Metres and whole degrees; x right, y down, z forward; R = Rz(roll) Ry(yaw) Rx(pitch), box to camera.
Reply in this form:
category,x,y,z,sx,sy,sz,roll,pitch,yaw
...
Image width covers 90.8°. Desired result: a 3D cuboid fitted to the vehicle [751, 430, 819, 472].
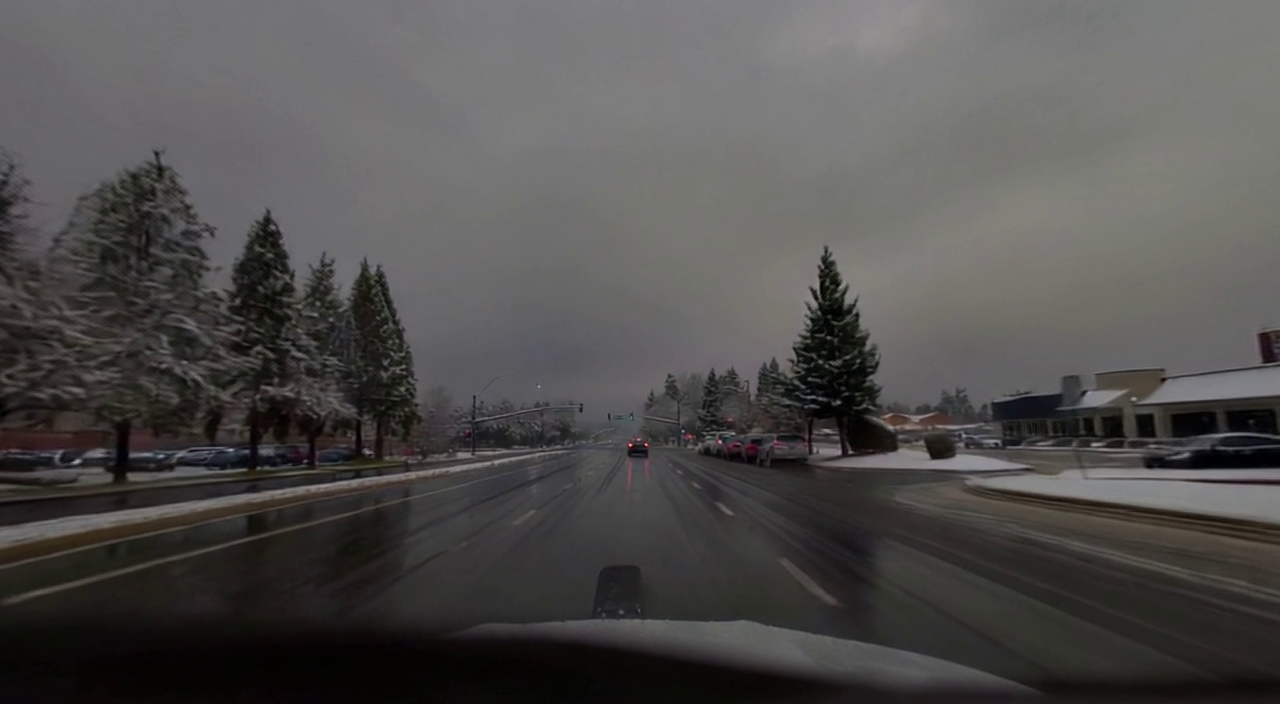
category,x,y,z,sx,sy,sz,roll,pitch,yaw
vehicle,6.625,4.599,29.462,1.985,1.758,4.523,0,-9,-1

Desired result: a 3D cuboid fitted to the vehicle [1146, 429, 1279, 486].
category,x,y,z,sx,sy,sz,roll,pitch,yaw
vehicle,18.067,3.197,19.278,3.923,1.575,1.882,2,-9,-12

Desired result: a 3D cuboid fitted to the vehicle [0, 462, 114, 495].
category,x,y,z,sx,sy,sz,roll,pitch,yaw
vehicle,-32.934,7.085,35.610,4.705,1.627,2.017,5,-10,-31

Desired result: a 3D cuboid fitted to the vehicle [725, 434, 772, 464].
category,x,y,z,sx,sy,sz,roll,pitch,yaw
vehicle,6.571,5.945,38.742,1.924,1.721,4.514,0,-8,-1
